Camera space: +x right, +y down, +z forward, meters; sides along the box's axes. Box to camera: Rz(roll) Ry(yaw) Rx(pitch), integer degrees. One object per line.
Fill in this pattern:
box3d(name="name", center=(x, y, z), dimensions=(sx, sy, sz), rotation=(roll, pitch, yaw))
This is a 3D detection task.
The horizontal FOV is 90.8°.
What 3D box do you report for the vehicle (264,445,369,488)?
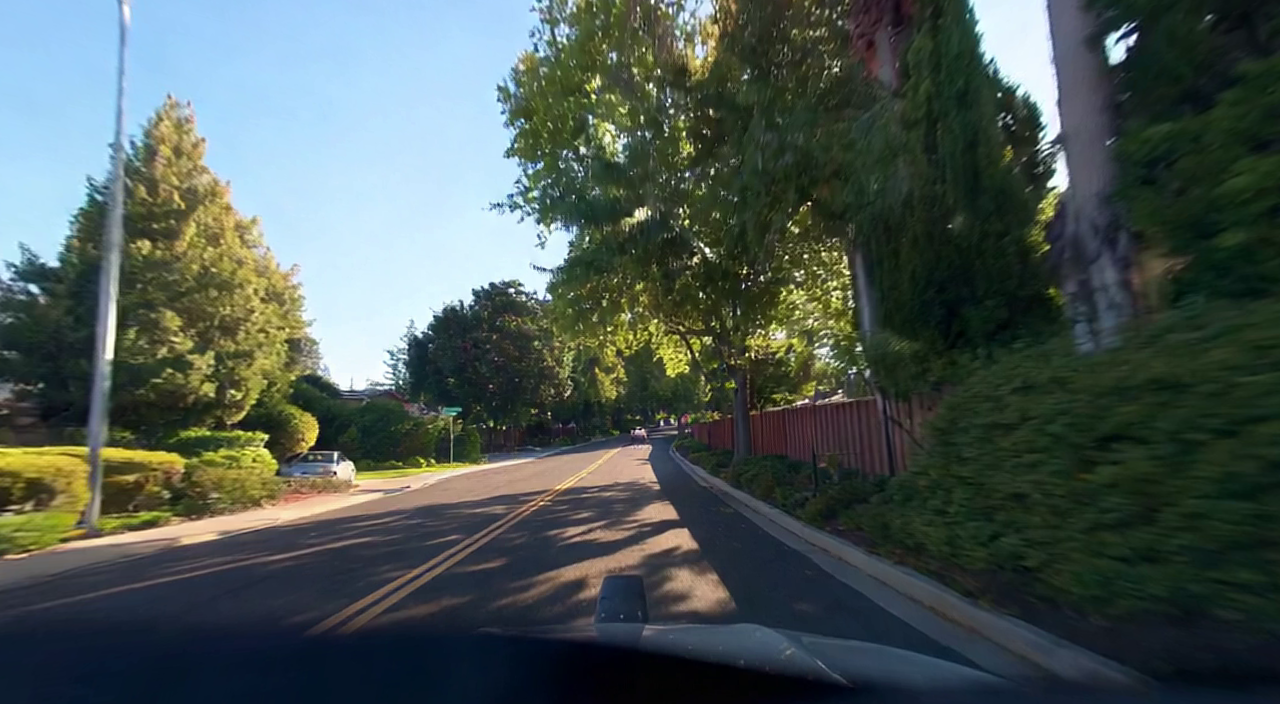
box3d(name="vehicle", center=(-14.847, 5.248, 29.397), dimensions=(2.305, 1.793, 4.883), rotation=(0, -8, 0))
